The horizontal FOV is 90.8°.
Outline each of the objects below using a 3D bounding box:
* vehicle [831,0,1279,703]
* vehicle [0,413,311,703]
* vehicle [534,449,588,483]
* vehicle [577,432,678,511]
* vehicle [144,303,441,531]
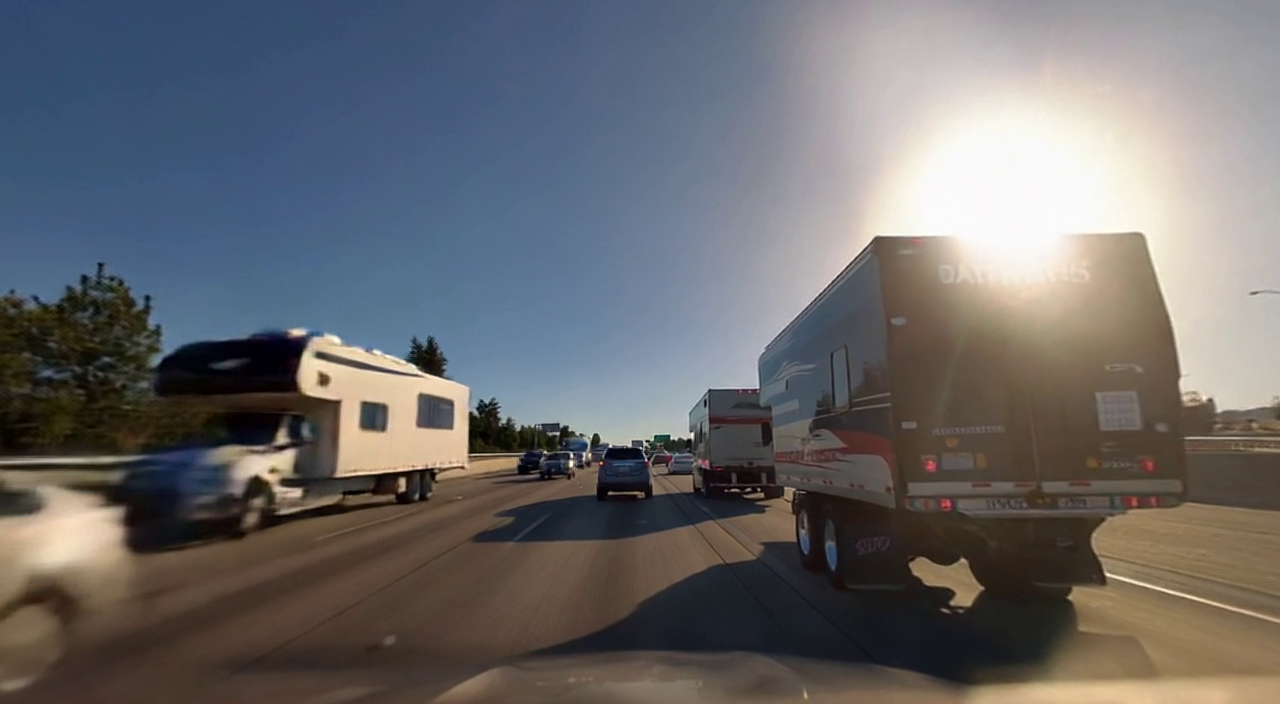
[{"bbox_3d":[2.794,-0.314,1.113,2.934,3.963,5.832,0,-9,-1],"label":"vehicle"},{"bbox_3d":[-3.788,1.112,3.301,1.980,1.499,3.944,0,-9,0],"label":"vehicle"},{"bbox_3d":[-3.622,5.286,29.577,1.930,1.431,4.156,0,-9,1],"label":"vehicle"},{"bbox_3d":[-0.296,2.929,15.878,2.201,1.719,4.058,0,-9,-1],"label":"vehicle"},{"bbox_3d":[-6.942,1.539,13.963,3.008,3.987,5.871,0,-9,1],"label":"vehicle"}]
